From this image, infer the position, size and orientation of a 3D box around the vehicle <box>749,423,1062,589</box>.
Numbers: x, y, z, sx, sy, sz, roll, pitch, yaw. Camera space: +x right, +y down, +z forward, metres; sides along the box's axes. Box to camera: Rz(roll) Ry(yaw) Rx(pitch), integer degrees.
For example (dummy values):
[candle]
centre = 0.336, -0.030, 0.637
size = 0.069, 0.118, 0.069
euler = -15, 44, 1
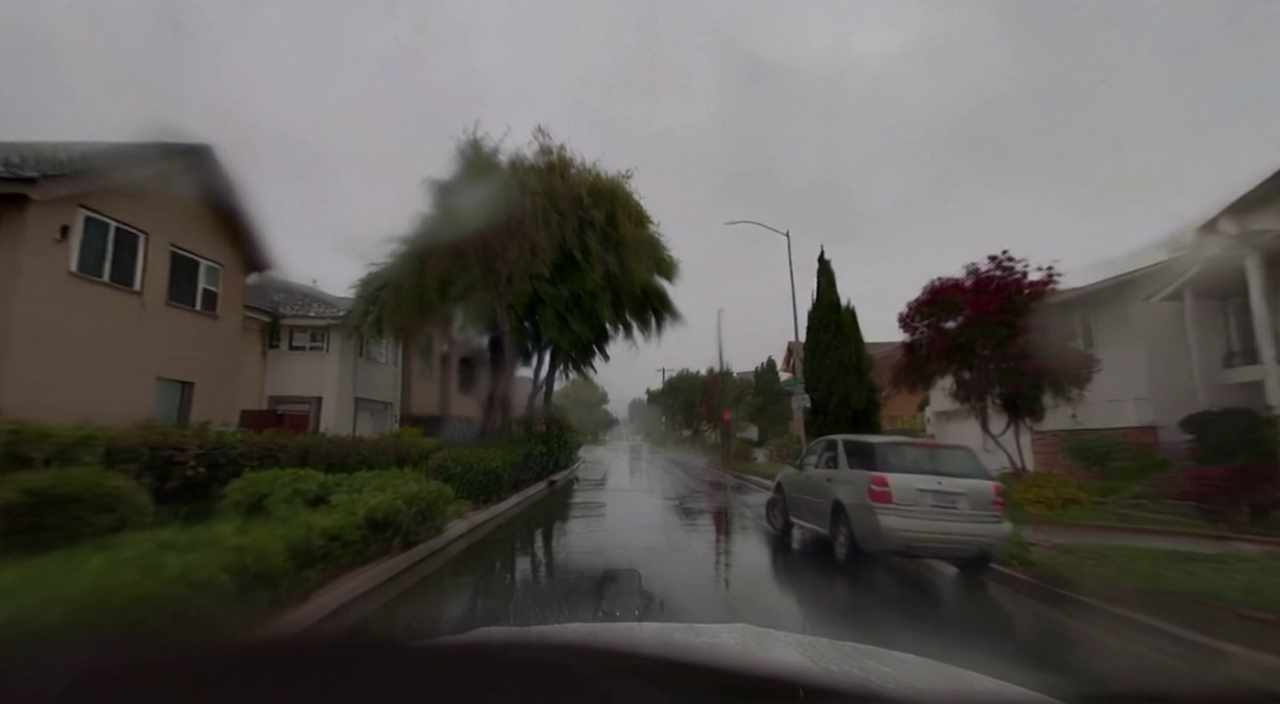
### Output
[vehicle]
centre = 2.810, 1.674, 7.869
size = 1.955, 1.498, 4.046
euler = 0, -7, -3
